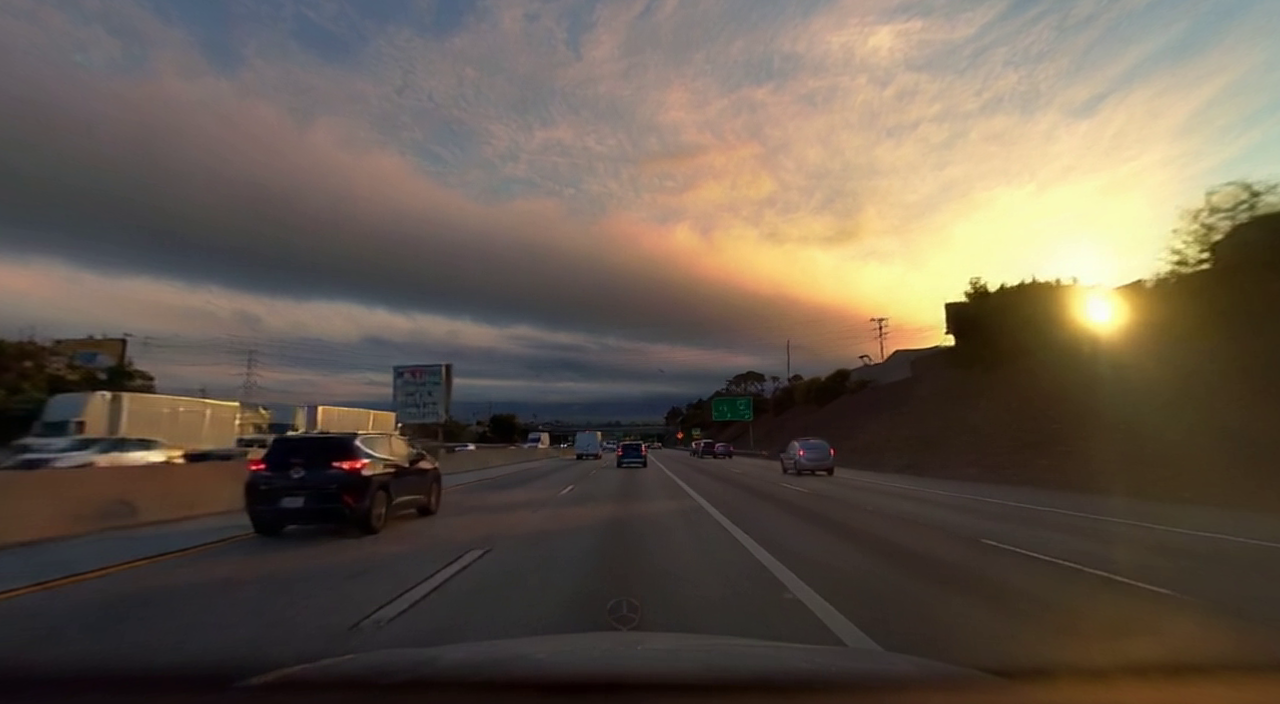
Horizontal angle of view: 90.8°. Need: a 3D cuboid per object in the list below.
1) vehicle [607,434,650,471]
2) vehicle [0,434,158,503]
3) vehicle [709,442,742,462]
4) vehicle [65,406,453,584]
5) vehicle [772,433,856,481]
[{"bbox_3d":[-0.528,5.089,32.139,2.002,1.759,4.658,0,-8,0],"label":"vehicle"},{"bbox_3d":[-13.788,2.743,15.210,1.599,1.438,3.419,0,-9,0],"label":"vehicle"},{"bbox_3d":[6.632,7.795,49.269,1.879,1.428,4.402,0,-9,-1],"label":"vehicle"},{"bbox_3d":[-4.220,1.669,8.225,2.126,1.631,4.643,0,-8,0],"label":"vehicle"},{"bbox_3d":[6.540,3.993,24.232,1.944,1.666,4.184,0,-9,-1],"label":"vehicle"}]
